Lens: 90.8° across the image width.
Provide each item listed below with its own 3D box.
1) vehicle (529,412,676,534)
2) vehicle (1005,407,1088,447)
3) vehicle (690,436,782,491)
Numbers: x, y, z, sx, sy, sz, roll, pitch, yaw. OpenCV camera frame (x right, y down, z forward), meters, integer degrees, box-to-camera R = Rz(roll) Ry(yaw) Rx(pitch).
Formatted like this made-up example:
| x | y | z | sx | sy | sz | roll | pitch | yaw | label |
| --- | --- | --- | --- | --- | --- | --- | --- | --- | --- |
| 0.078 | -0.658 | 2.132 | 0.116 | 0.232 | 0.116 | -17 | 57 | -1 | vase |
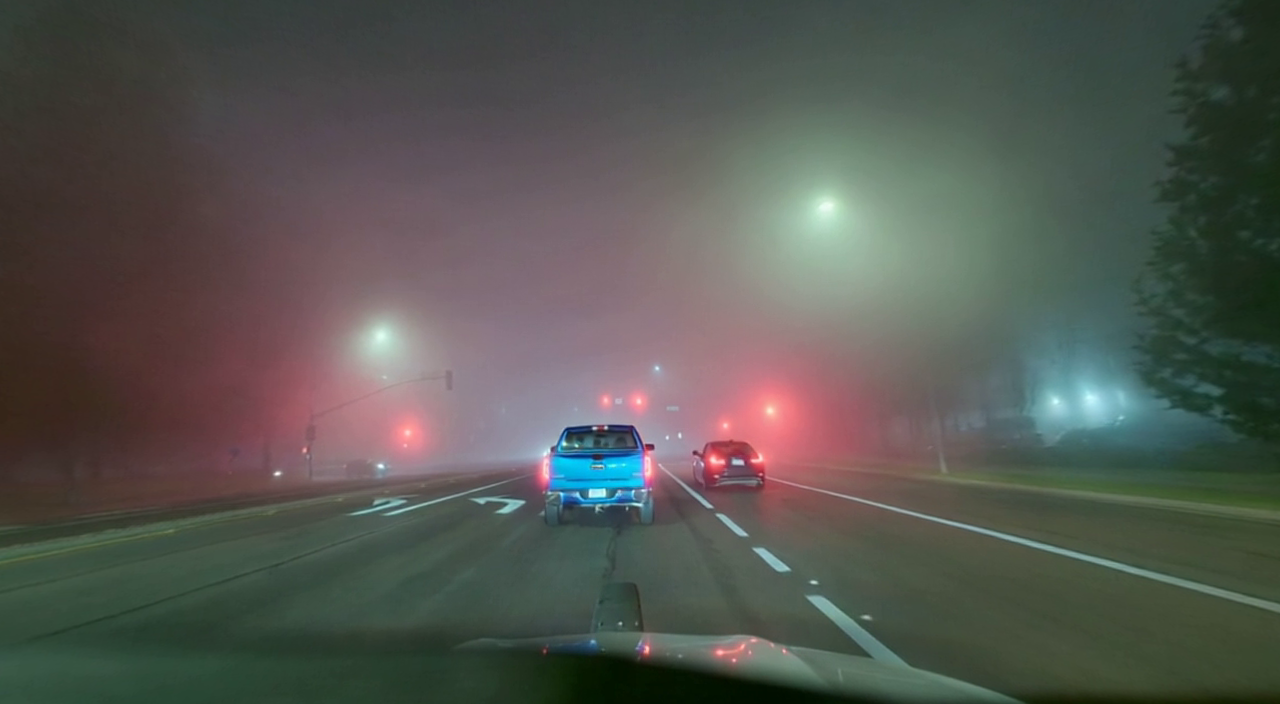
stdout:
| x | y | z | sx | sy | sz | roll | pitch | yaw | label |
| --- | --- | --- | --- | --- | --- | --- | --- | --- | --- |
| -0.545 | 2.119 | 11.663 | 2.145 | 1.762 | 4.731 | 0 | -8 | 0 | vehicle |
| 30.311 | 5.686 | 47.289 | 2.892 | 2.881 | 4.178 | 2 | -9 | -16 | vehicle |
| 2.823 | 3.392 | 19.630 | 2.073 | 1.484 | 4.437 | 0 | -8 | -1 | vehicle |
